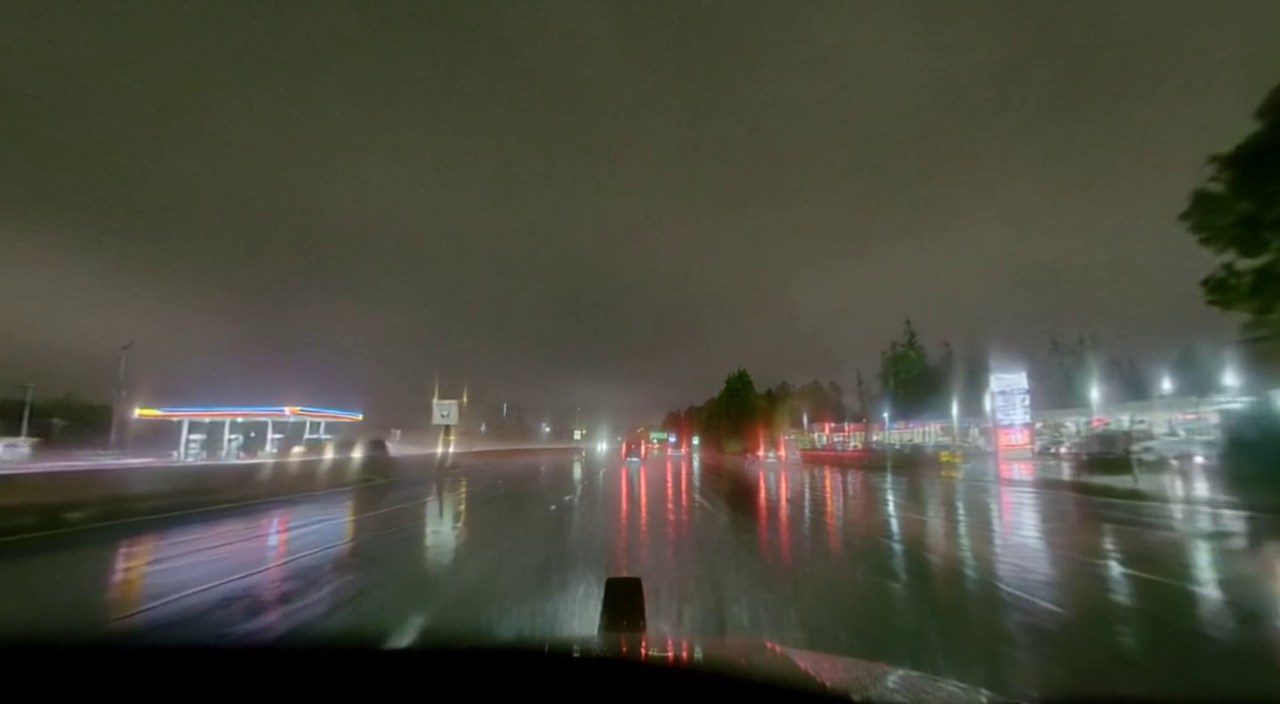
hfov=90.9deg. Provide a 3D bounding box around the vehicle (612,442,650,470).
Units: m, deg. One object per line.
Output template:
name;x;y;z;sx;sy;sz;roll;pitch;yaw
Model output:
vehicle;-0.495;5.739;35.017;1.999;1.473;4.351;0;-8;-1

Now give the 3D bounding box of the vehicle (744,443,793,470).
vehicle;7.538;6.146;37.400;1.867;1.463;4.295;0;-8;-1

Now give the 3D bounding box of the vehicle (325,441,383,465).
vehicle;-18.541;6.570;41.080;1.817;1.463;4.068;0;-8;1

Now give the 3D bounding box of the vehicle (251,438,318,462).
vehicle;-26.795;7.436;47.783;1.987;1.678;5.218;0;-8;1
